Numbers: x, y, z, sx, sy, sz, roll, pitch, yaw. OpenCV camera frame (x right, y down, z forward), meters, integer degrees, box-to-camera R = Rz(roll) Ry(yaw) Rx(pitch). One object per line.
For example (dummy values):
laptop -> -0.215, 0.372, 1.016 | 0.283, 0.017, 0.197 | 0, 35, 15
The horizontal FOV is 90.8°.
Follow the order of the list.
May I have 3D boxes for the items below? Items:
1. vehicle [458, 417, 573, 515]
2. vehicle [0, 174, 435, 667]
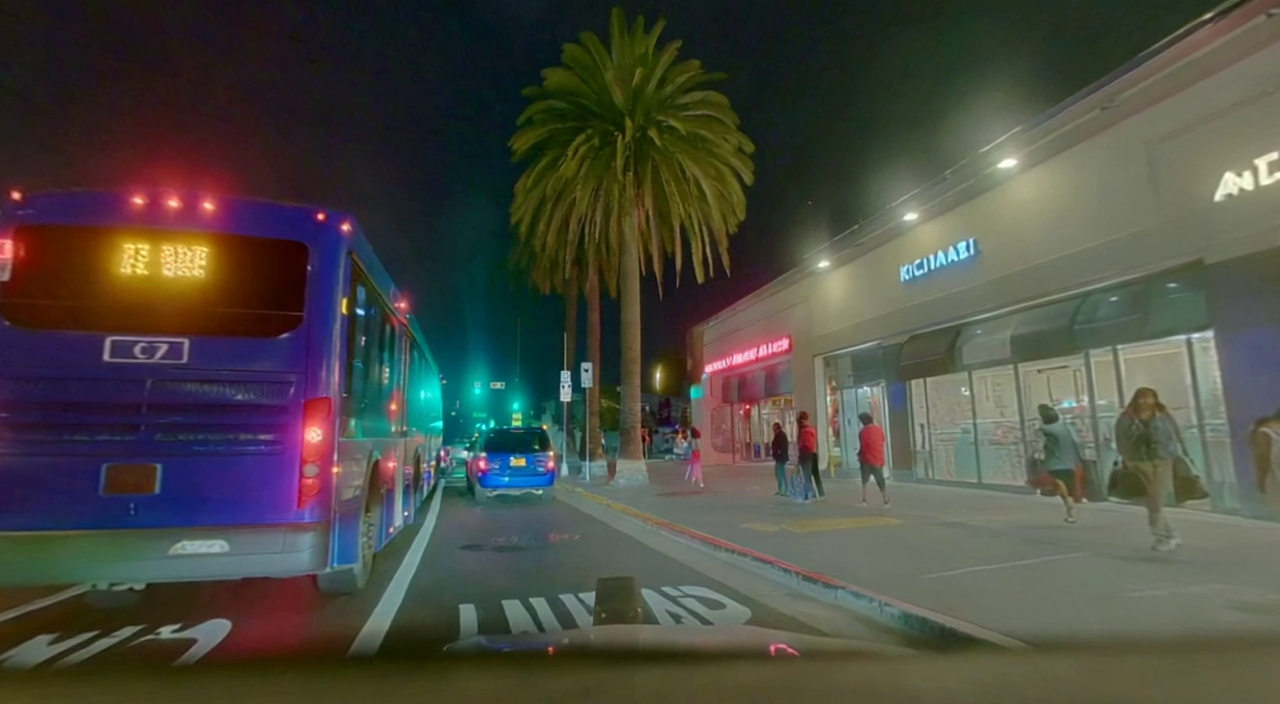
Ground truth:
vehicle -> -3.044, 2.588, 14.769 | 2.002, 1.907, 4.211 | 3, -9, -19
vehicle -> -5.127, 1.228, 9.850 | 2.863, 3.233, 11.573 | 2, -9, -14
